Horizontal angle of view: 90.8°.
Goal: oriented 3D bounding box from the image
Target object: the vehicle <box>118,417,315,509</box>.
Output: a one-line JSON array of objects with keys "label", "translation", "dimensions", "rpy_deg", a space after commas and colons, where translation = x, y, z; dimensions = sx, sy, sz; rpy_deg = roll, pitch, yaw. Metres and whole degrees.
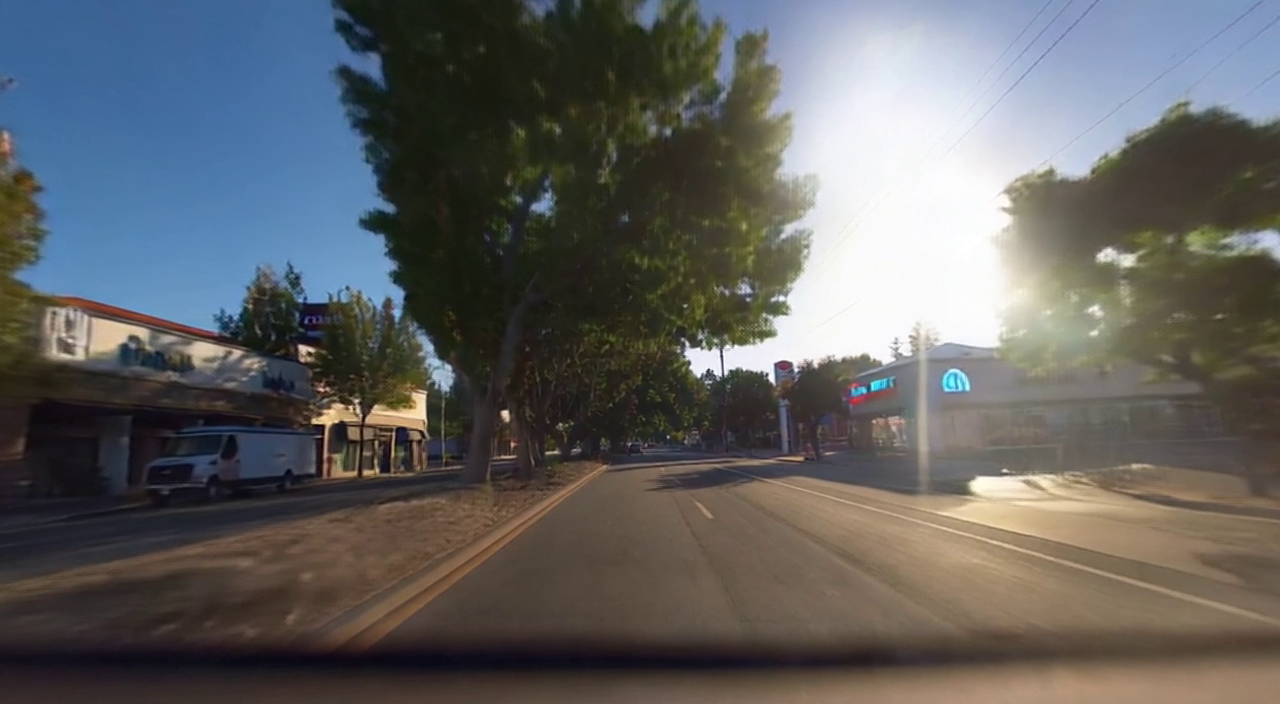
[{"label": "vehicle", "translation": [-19.587, 5.188, 30.339], "dimensions": [2.966, 3.698, 9.217], "rpy_deg": [0, -9, 0]}]

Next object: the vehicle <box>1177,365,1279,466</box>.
[{"label": "vehicle", "translation": [28.945, 2.978, 28.699], "dimensions": [8.627, 4.134, 2.881], "rpy_deg": [3, -9, -22]}]
